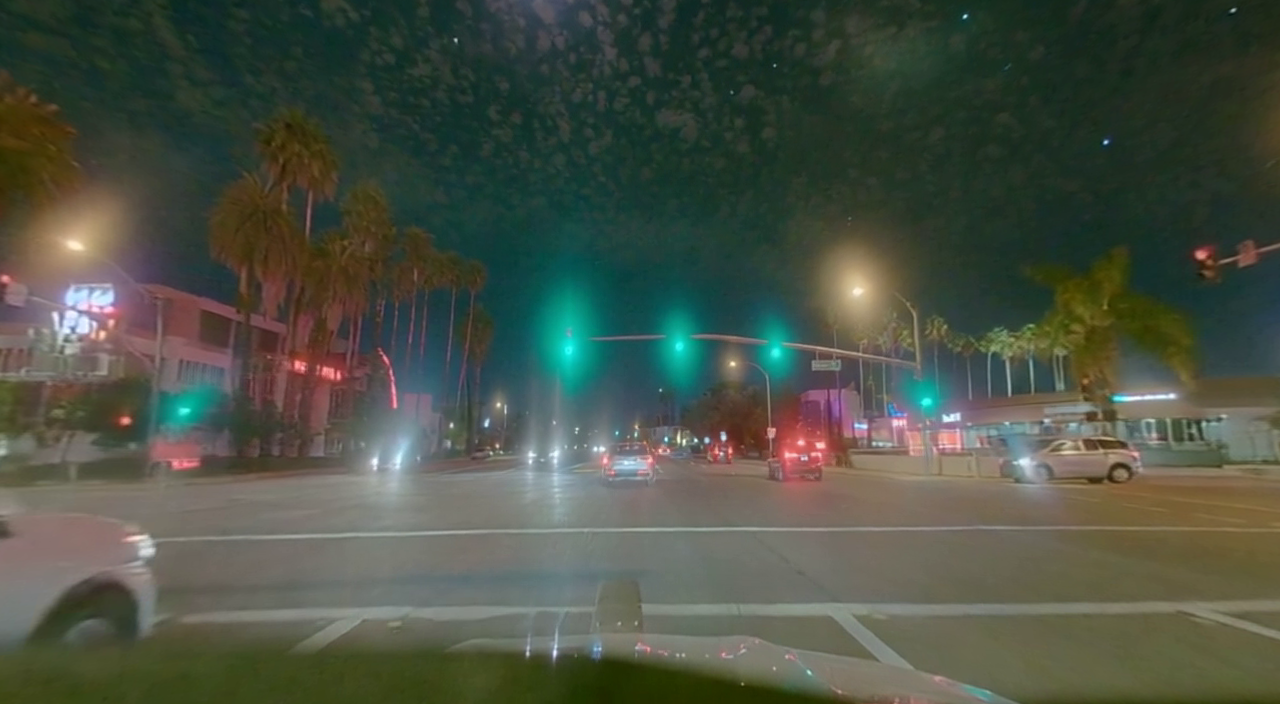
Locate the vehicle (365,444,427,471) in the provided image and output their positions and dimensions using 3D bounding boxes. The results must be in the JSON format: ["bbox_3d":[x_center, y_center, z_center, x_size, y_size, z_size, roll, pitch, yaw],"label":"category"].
[{"bbox_3d":[-14.837,6.430,38.543,1.850,1.544,4.858,0,-8,0],"label":"vehicle"}]

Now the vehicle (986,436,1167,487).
[{"bbox_3d":[15.357,3.867,22.467,4.722,1.695,2.121,-2,-9,11],"label":"vehicle"}]

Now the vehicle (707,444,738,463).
[{"bbox_3d":[6.408,7.873,49.050,1.777,1.443,3.942,0,-8,-2],"label":"vehicle"}]

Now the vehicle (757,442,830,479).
[{"bbox_3d":[6.716,4.800,28.078,1.975,1.483,4.769,0,-8,-1],"label":"vehicle"}]

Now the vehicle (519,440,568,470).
[{"bbox_3d":[-5.328,5.722,35.247,2.028,1.489,4.386,-3,-8,-1],"label":"vehicle"}]

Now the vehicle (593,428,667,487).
[{"bbox_3d":[-0.313,3.592,21.775,2.277,1.816,4.192,0,-8,0],"label":"vehicle"}]

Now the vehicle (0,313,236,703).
[{"bbox_3d":[-3.438,0.571,1.044,2.144,1.796,5.103,0,-8,0],"label":"vehicle"}]
